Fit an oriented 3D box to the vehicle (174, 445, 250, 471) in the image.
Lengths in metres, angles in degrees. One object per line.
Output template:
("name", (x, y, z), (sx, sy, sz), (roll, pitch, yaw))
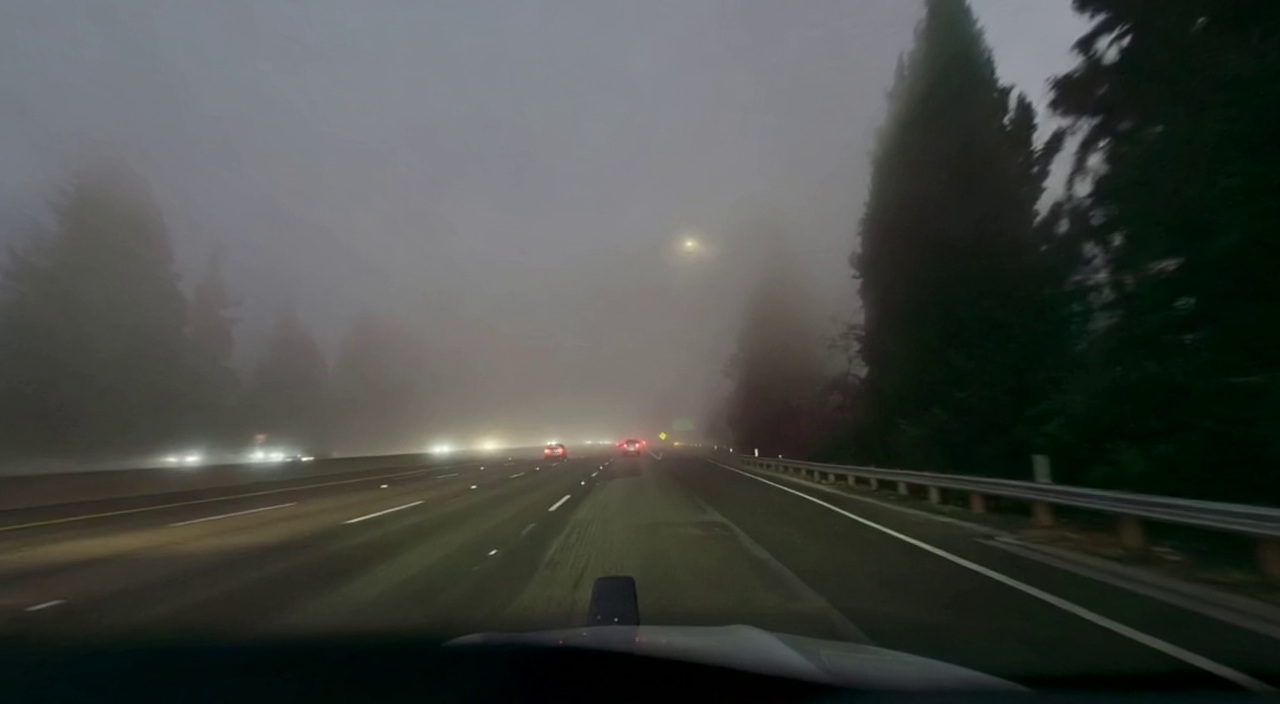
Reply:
("vehicle", (-29.407, 7.301, 43.594), (2.115, 1.686, 4.501), (0, -9, 0))
